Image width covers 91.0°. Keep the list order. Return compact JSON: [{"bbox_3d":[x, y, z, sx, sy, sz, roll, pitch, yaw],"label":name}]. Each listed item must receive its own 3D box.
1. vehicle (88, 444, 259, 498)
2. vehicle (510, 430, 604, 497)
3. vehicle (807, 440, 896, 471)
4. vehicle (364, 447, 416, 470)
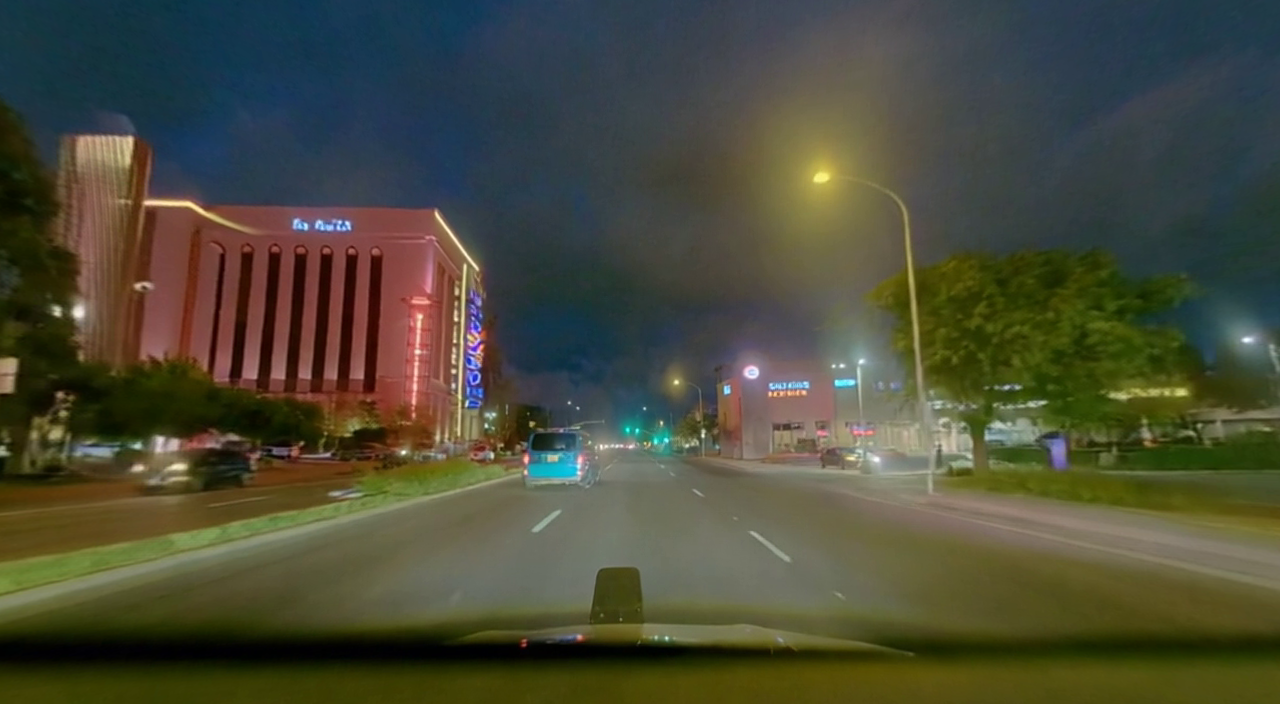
[{"bbox_3d":[-14.498,3.687,19.966,1.909,1.490,4.531,0,-9,1],"label":"vehicle"},{"bbox_3d":[-2.272,3.185,18.266,2.080,1.722,3.766,0,-9,2],"label":"vehicle"},{"bbox_3d":[14.863,7.319,44.651,2.589,1.989,5.779,4,-10,-26],"label":"vehicle"},{"bbox_3d":[-17.756,7.563,44.929,1.852,1.481,4.660,0,-9,-1],"label":"vehicle"}]
